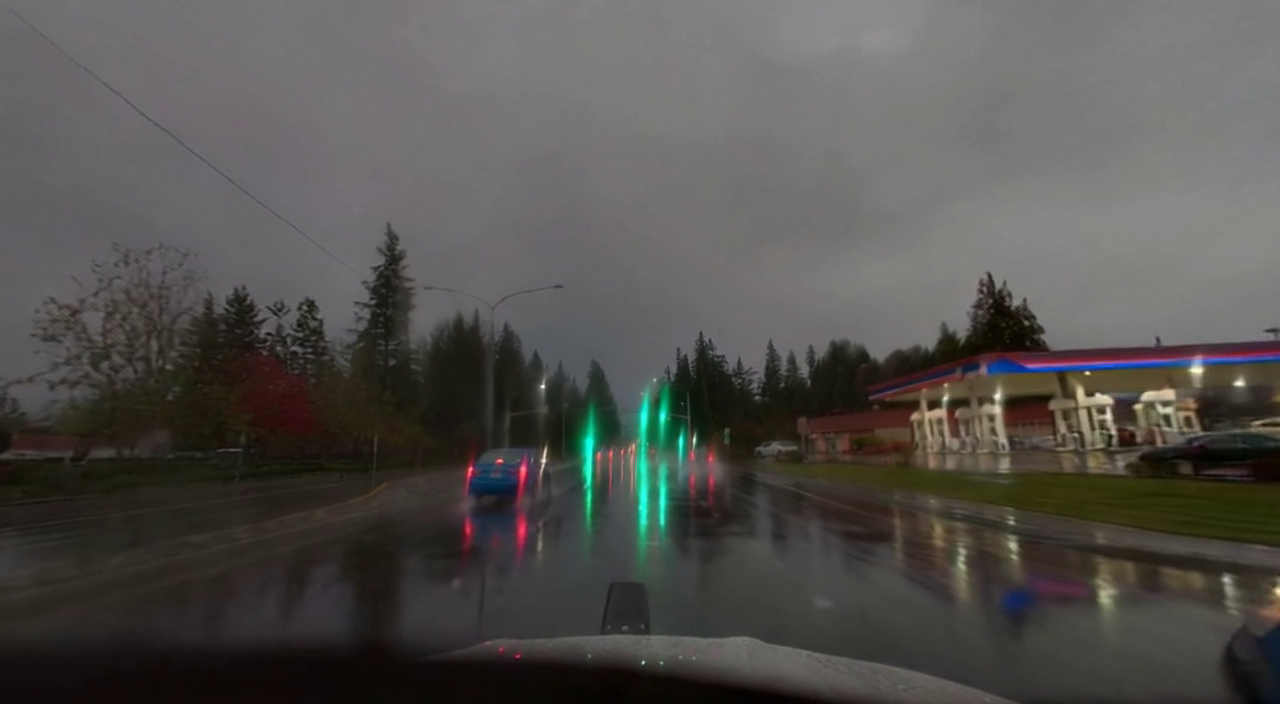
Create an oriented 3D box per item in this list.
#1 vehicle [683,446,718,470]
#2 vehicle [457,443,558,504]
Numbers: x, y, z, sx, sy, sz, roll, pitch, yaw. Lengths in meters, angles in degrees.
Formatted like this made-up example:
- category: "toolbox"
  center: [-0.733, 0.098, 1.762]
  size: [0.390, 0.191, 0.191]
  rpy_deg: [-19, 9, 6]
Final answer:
- category: "vehicle"
  center: [3.913, 6.897, 41.225]
  size: [1.883, 1.465, 3.975]
  rpy_deg: [0, -8, -1]
- category: "vehicle"
  center: [-3.508, 3.301, 17.603]
  size: [1.803, 1.463, 4.422]
  rpy_deg: [0, -8, 1]
